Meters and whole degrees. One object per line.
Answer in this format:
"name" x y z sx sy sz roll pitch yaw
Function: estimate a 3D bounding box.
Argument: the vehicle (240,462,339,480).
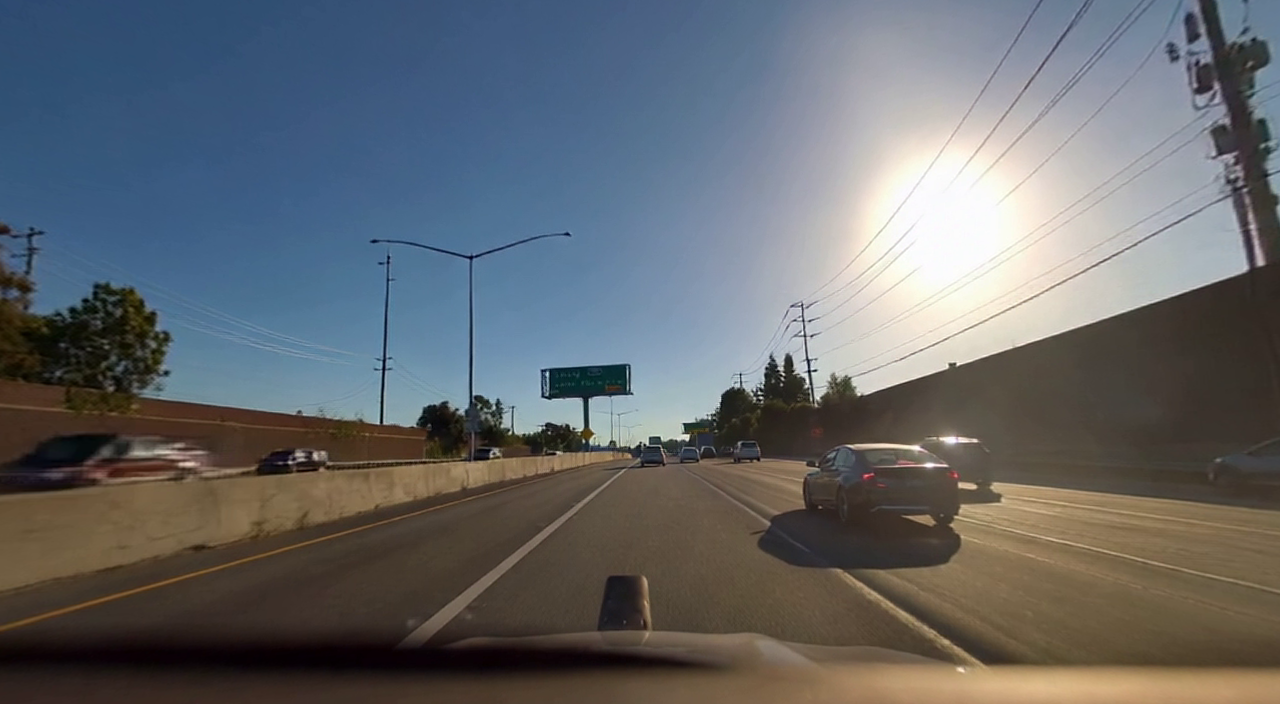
"vehicle" -20.082 6.847 36.490 2.456 0.778 5.571 -1 -8 2

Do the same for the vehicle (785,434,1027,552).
"vehicle" 3.895 2.116 10.275 1.986 1.478 4.429 0 -8 0

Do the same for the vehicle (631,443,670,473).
"vehicle" 0.577 5.934 35.445 2.042 1.581 3.769 0 -8 1

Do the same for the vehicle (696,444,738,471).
"vehicle" 4.459 6.137 37.015 1.936 1.465 4.060 0 -8 0

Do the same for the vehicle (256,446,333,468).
"vehicle" -20.105 6.111 36.961 1.767 1.188 4.702 0 -8 2

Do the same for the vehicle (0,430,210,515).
"vehicle" -14.296 3.046 16.619 2.080 1.857 5.305 0 -8 1

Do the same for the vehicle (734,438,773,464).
"vehicle" 8.350 7.359 46.834 2.041 1.821 4.562 0 -8 0
